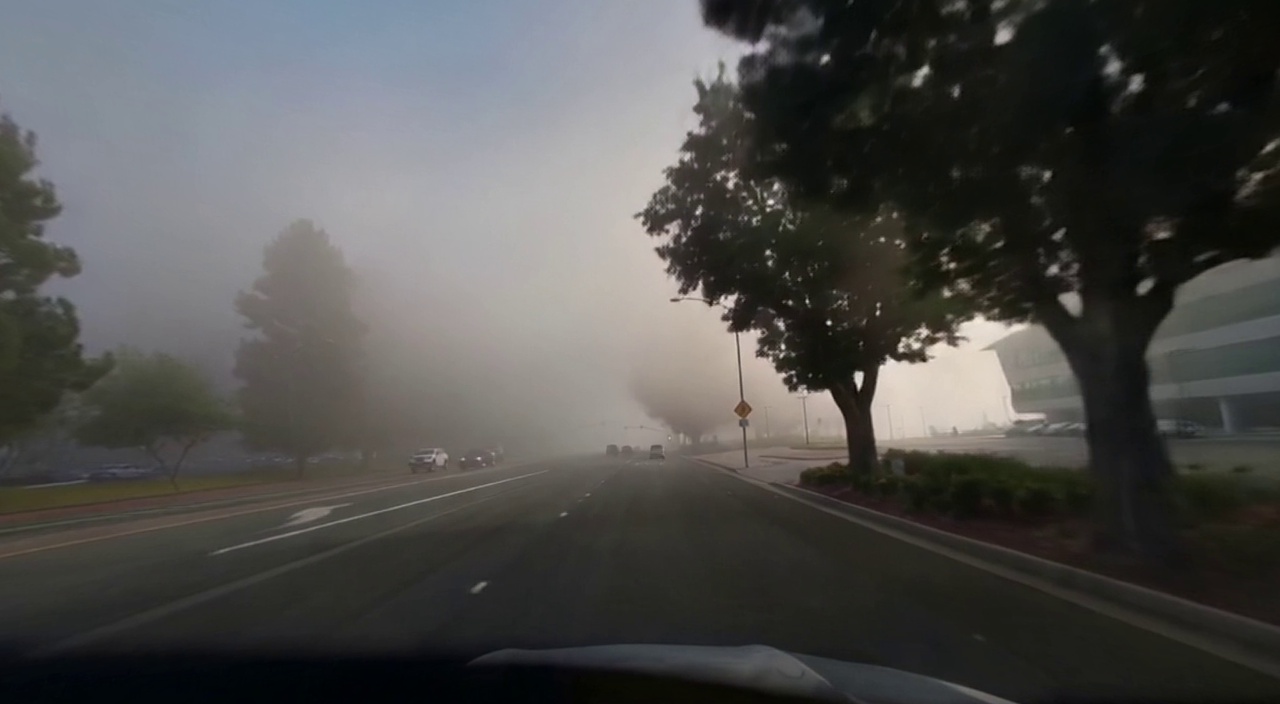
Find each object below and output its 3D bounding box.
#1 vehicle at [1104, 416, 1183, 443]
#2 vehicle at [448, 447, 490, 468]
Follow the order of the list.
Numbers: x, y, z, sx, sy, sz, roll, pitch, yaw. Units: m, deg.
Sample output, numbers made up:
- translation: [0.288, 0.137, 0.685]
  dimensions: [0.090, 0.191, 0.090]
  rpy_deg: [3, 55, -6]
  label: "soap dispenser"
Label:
- translation: [39.115, 6.092, 48.914]
  dimensions: [2.045, 2.000, 4.878]
  rpy_deg: [0, -8, 0]
  label: "vehicle"
- translation: [-13.459, 8.317, 49.710]
  dimensions: [1.939, 1.548, 4.490]
  rpy_deg: [0, -8, 2]
  label: "vehicle"
